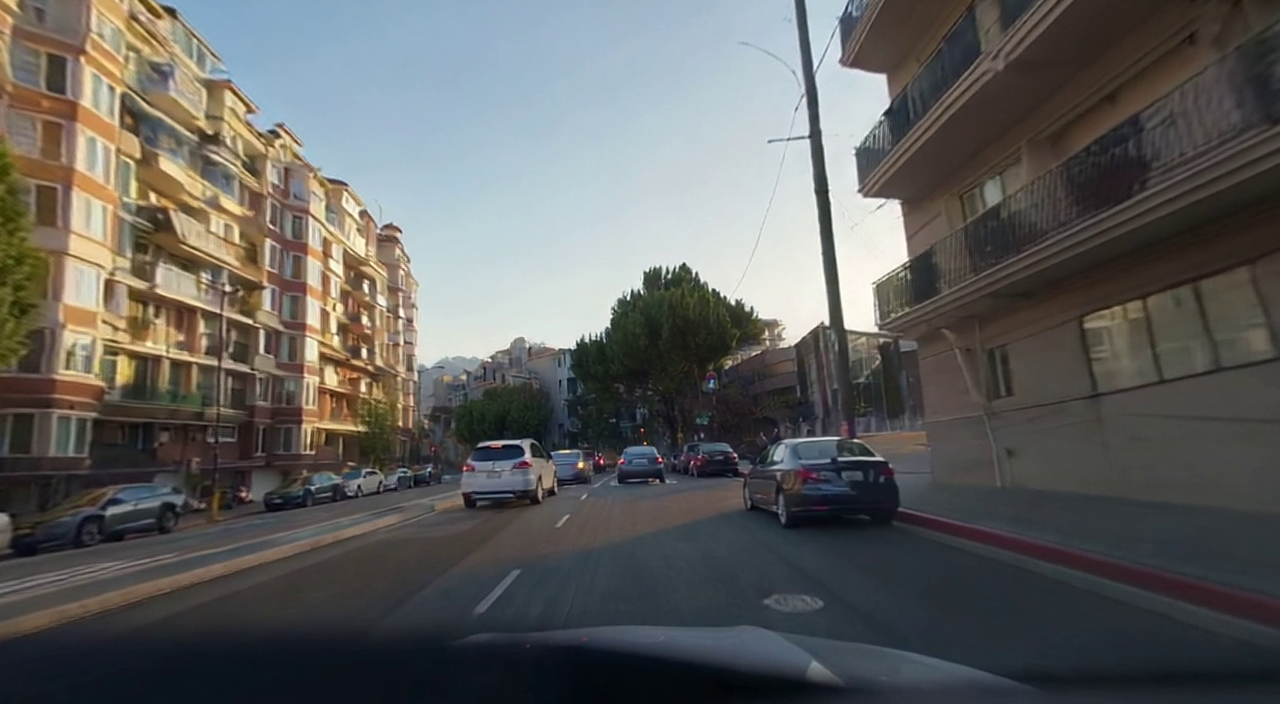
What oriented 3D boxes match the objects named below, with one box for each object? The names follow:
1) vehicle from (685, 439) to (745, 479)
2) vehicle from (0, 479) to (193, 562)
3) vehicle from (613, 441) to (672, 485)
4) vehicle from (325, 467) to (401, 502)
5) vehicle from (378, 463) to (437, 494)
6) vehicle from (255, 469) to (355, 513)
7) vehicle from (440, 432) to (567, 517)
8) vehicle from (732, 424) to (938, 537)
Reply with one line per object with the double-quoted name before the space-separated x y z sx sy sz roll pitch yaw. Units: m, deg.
"vehicle" 2.977 4.370 26.044 1.933 1.501 4.349 0 -8 0
"vehicle" -13.837 4.168 16.175 1.839 1.594 4.055 0 -8 -1
"vehicle" 0.076 4.130 23.785 2.026 1.496 3.701 0 -8 0
"vehicle" -13.803 6.603 31.768 1.752 1.479 4.575 0 -8 0
"vehicle" -13.892 7.598 38.014 1.835 1.476 4.532 -7 -11 -2
"vehicle" -13.937 5.781 26.597 1.844 1.499 4.421 0 -8 -1
"vehicle" -3.046 2.834 15.146 2.065 1.705 4.353 0 -8 0
"vehicle" 3.030 2.116 11.107 2.077 1.532 4.694 0 -8 -1
